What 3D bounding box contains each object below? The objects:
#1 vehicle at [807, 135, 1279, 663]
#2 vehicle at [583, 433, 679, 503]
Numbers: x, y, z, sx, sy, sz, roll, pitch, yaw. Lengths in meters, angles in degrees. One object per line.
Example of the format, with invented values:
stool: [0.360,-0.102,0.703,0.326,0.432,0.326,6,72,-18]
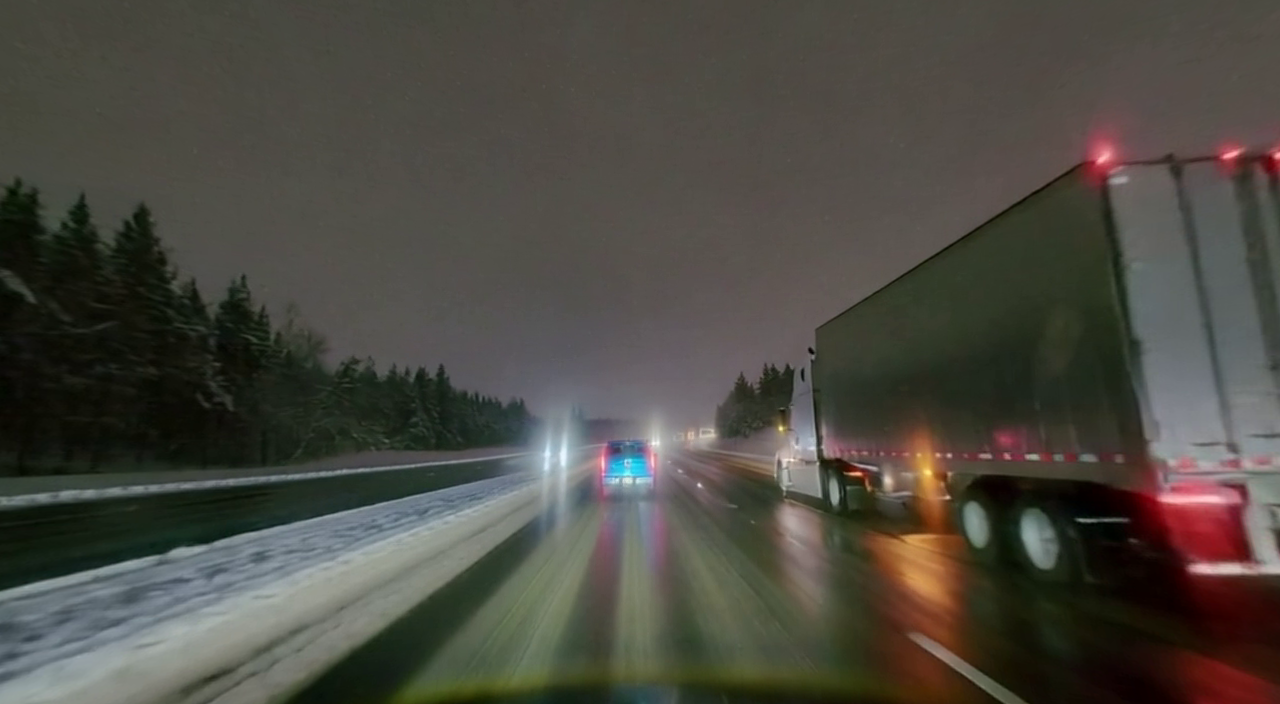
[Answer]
vehicle: [4.433,0.713,7.352,2.791,3.201,7.145,0,-9,-1]
vehicle: [-0.215,2.807,15.501,2.066,1.490,3.759,0,-9,-1]
